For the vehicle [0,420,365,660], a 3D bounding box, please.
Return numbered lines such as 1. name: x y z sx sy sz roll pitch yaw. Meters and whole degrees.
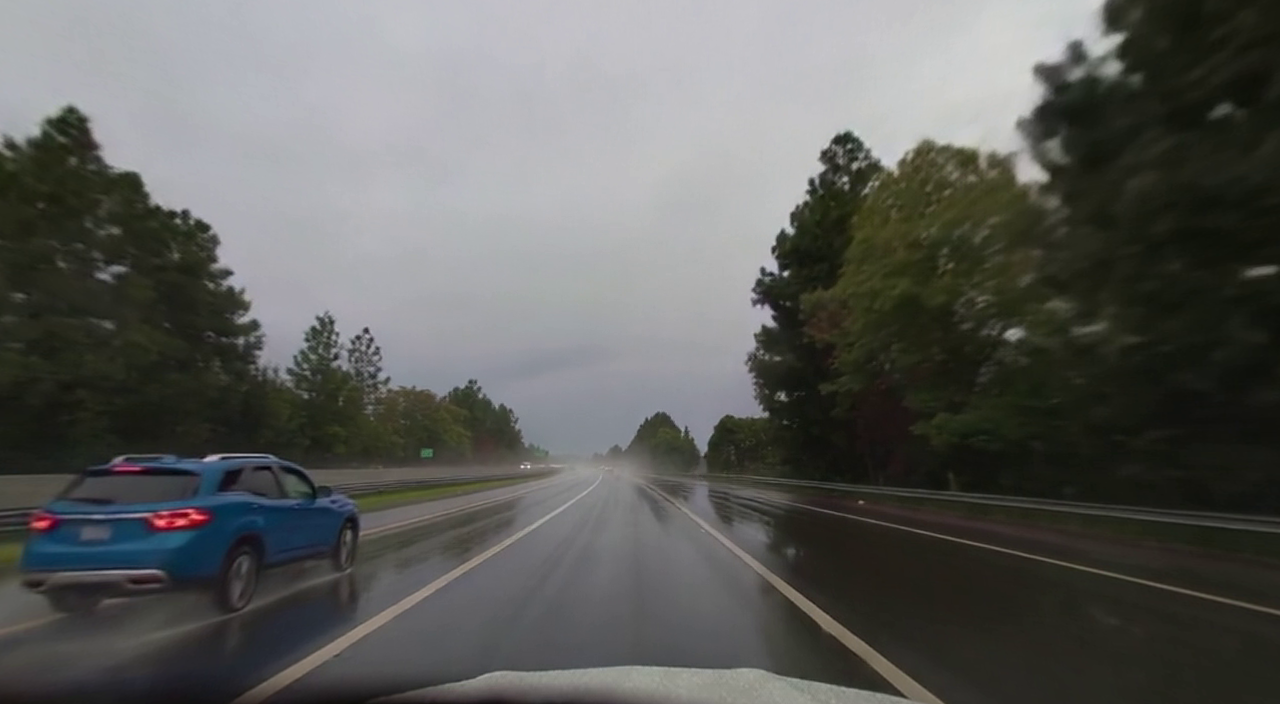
1. vehicle: -4.521 1.593 6.130 2.025 1.584 3.657 1 -10 -1
